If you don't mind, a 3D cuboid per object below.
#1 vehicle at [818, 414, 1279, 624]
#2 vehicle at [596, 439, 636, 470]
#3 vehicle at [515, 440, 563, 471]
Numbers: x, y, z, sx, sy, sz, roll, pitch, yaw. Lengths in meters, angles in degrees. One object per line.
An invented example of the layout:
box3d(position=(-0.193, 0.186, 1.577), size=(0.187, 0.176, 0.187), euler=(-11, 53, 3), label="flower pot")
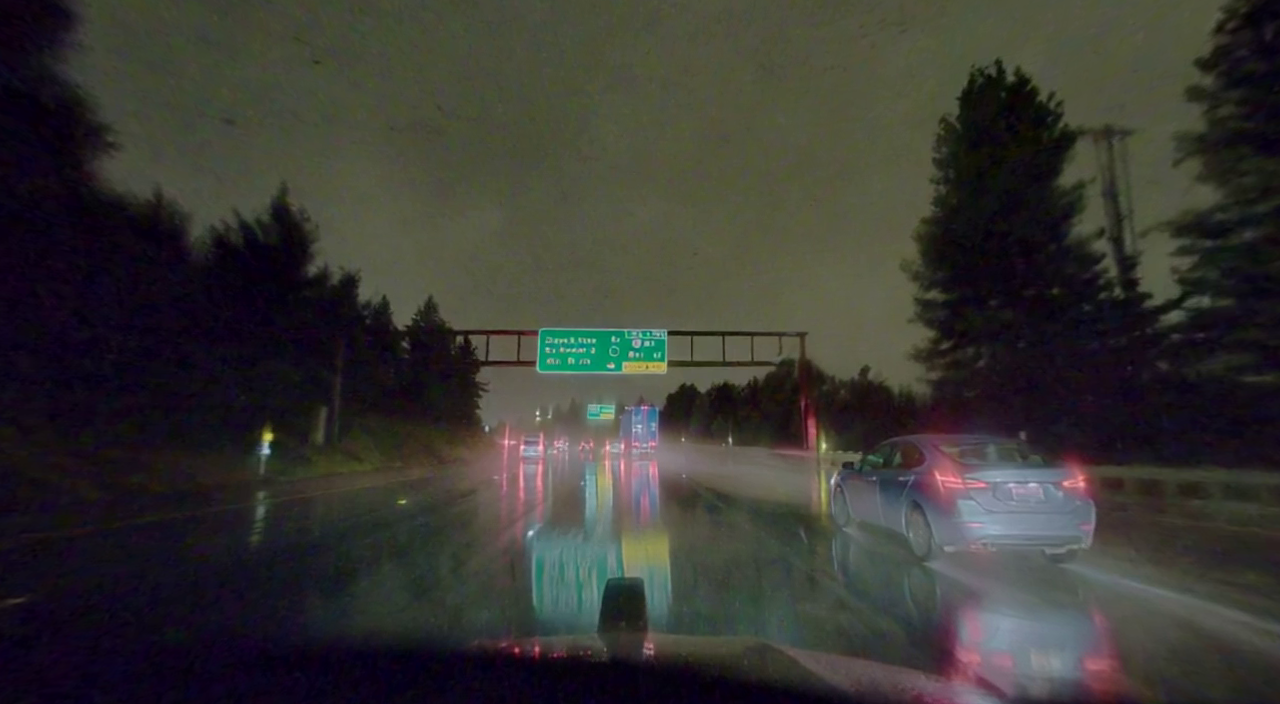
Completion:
box3d(position=(3.559, 1.511, 6.713), size=(1.971, 1.472, 4.301), euler=(0, -8, -1), label="vehicle")
box3d(position=(-1.284, 5.429, 33.476), size=(2.020, 1.516, 3.951), euler=(0, -9, -3), label="vehicle")
box3d(position=(-5.251, 5.436, 33.369), size=(2.072, 1.512, 4.043), euler=(0, -8, -3), label="vehicle")
